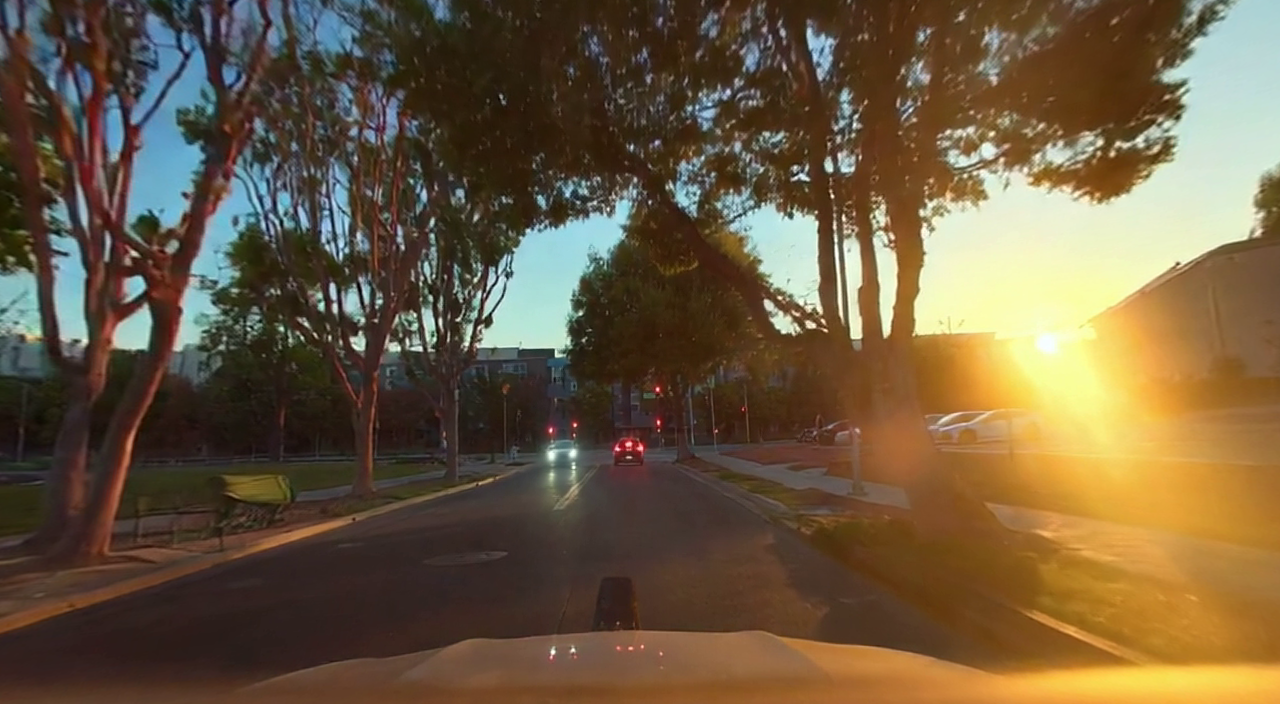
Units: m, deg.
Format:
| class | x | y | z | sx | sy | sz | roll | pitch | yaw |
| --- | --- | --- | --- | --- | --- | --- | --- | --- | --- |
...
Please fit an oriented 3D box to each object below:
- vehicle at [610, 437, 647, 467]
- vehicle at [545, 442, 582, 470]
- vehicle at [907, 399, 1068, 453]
| class | x | y | z | sx | sy | sz | roll | pitch | yaw |
| --- | --- | --- | --- | --- | --- | --- | --- | --- | --- |
| vehicle | -0.657 | 6.063 | 38.301 | 2.142 | 1.686 | 3.816 | -1 | -8 | 1 |
| vehicle | -4.489 | 6.117 | 37.216 | 1.973 | 1.512 | 3.524 | 0 | -8 | -4 |
| vehicle | 11.934 | 2.590 | 21.908 | 4.349 | 1.462 | 1.982 | -5 | -8 | 6 |
